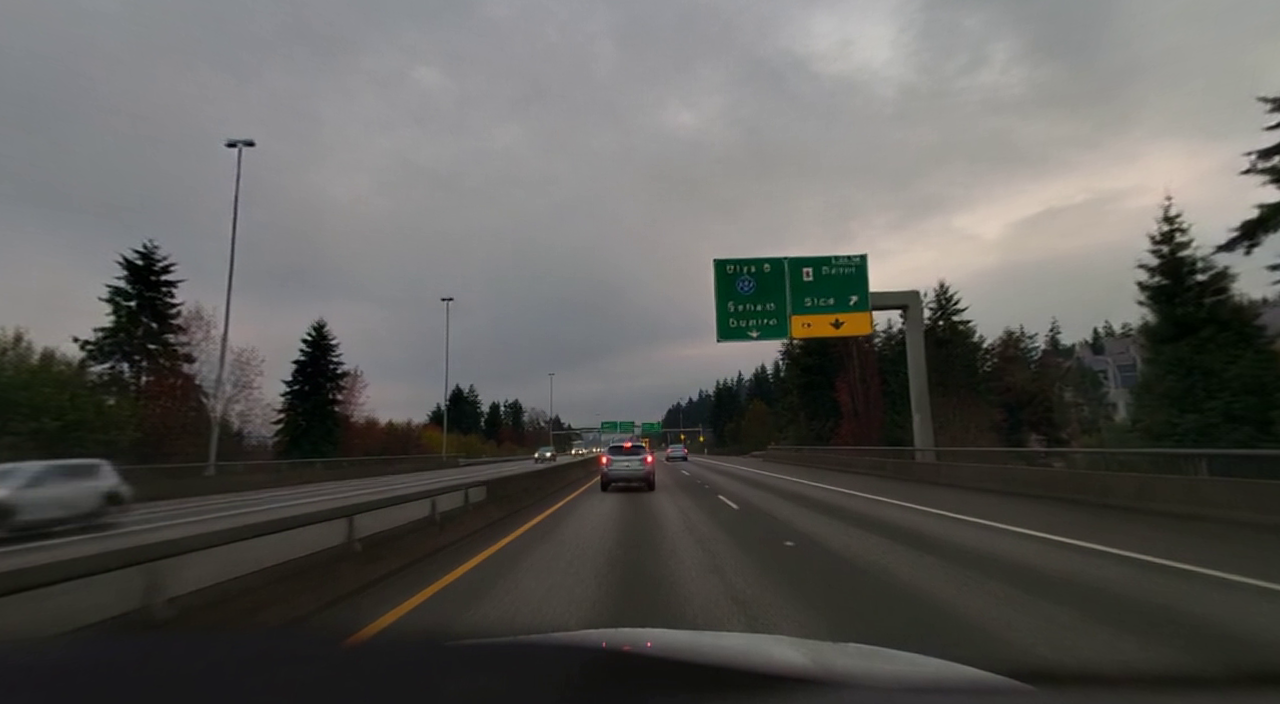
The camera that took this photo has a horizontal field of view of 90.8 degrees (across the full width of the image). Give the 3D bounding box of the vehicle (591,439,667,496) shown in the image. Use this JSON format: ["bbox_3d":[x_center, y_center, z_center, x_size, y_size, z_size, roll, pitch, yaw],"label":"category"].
[{"bbox_3d":[-0.307,3.332,18.497,2.003,1.490,3.636,0,-9,0],"label":"vehicle"}]
